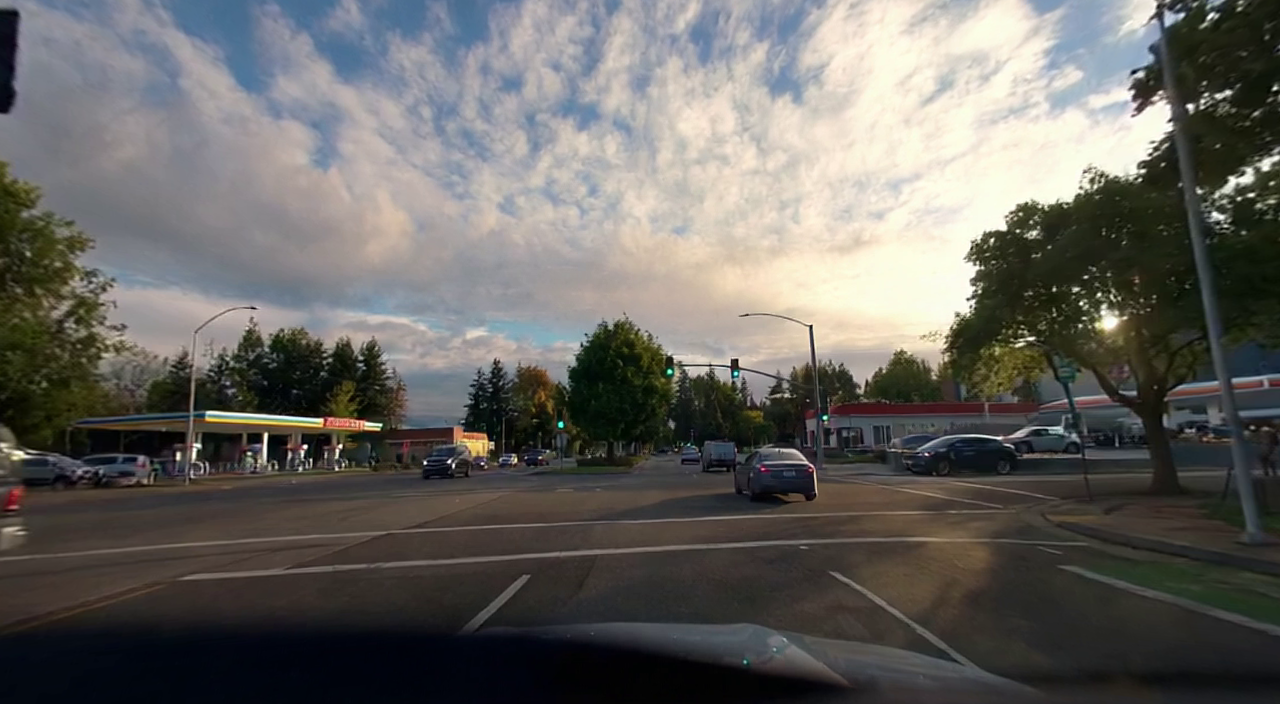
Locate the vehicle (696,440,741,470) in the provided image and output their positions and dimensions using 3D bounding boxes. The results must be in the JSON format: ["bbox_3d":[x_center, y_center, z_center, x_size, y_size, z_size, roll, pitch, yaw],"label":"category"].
[{"bbox_3d":[5.447,7.273,44.674,2.611,1.983,5.165,0,-9,1],"label":"vehicle"}]

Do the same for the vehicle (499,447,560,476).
[{"bbox_3d":[-6.991,6.997,40.551,2.842,1.476,4.980,-3,-7,2],"label":"vehicle"}]

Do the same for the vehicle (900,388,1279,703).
[{"bbox_3d":[3.799,1.256,4.482,1.875,1.665,4.931,0,-9,1],"label":"vehicle"}]

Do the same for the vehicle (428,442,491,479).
[{"bbox_3d":[-10.218,6.200,36.019,2.416,1.903,4.339,-1,-10,-2],"label":"vehicle"}]

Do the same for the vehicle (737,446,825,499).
[{"bbox_3d":[4.264,3.698,19.763,1.871,1.442,4.122,0,-9,1],"label":"vehicle"}]
